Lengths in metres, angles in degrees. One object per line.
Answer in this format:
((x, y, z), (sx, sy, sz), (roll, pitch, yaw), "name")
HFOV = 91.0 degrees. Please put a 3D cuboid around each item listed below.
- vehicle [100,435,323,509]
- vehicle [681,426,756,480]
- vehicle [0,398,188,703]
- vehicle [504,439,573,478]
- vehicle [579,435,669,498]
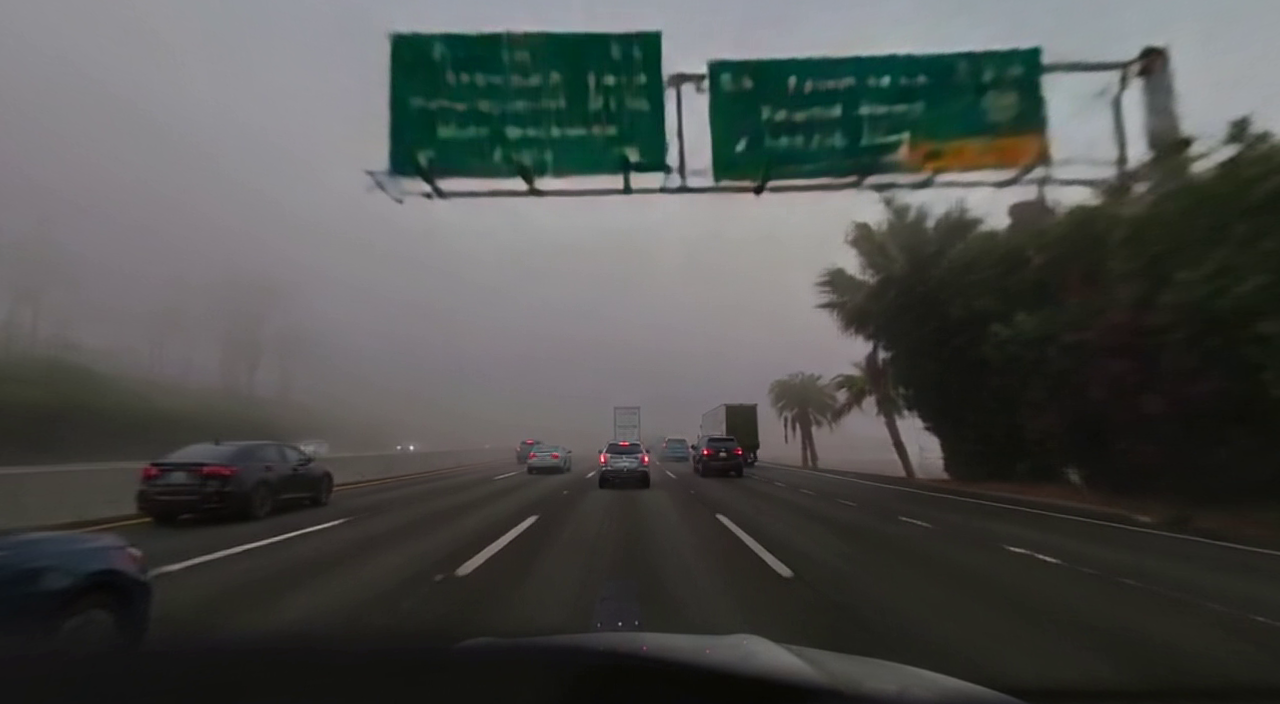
((-9.885, 2.791, 15.196), (2.015, 1.469, 4.938), (0, -8, -1), "vehicle")
((2.914, 3.876, 24.425), (2.173, 1.870, 4.499), (0, -8, -2), "vehicle")
((-3.606, 0.749, 1.265), (2.064, 1.475, 4.489), (0, -8, 0), "vehicle")
((-3.960, 4.235, 25.327), (1.998, 1.423, 4.436), (0, -8, 1), "vehicle")
((-0.366, 3.016, 17.010), (2.136, 1.470, 3.971), (0, -8, 0), "vehicle")
